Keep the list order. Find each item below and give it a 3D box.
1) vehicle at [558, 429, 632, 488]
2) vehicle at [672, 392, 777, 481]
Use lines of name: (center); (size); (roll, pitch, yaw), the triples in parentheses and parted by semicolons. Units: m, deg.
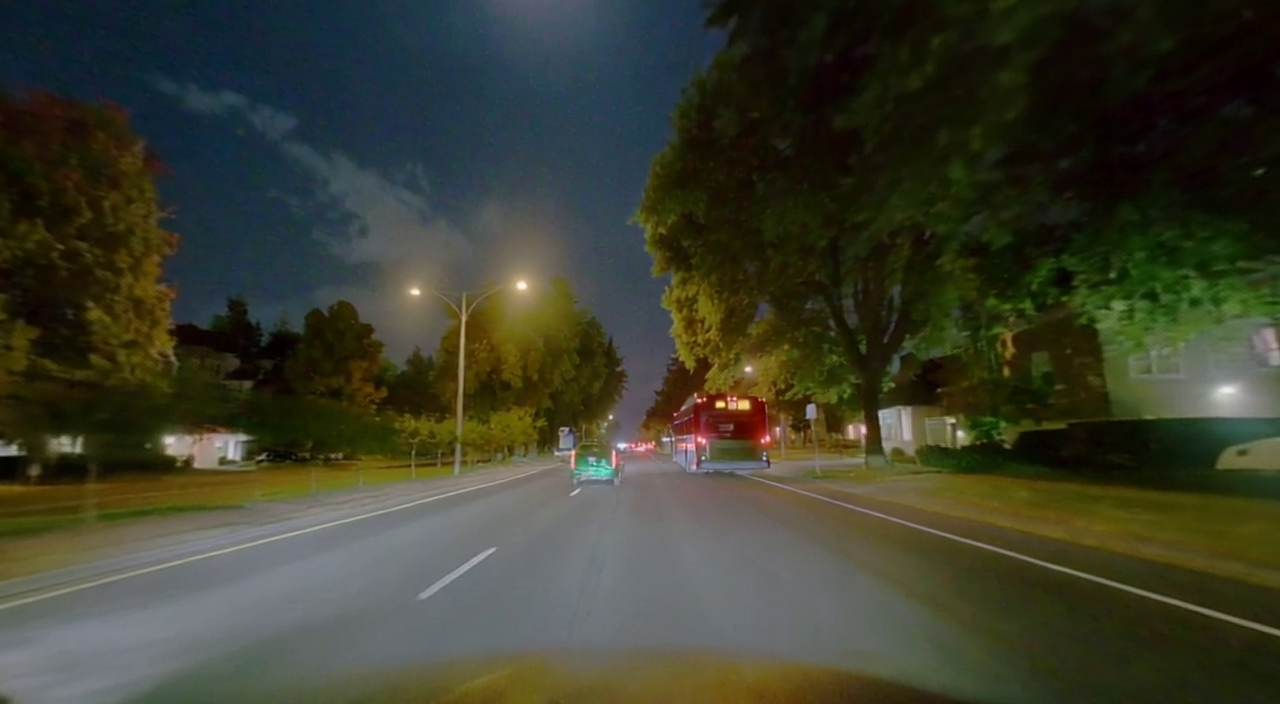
vehicle: (-1.452, 3.763, 22.593); (2.074, 1.849, 5.137); (0, -9, 2)
vehicle: (3.385, 4.030, 29.346); (3.059, 3.264, 12.623); (0, -9, 0)
